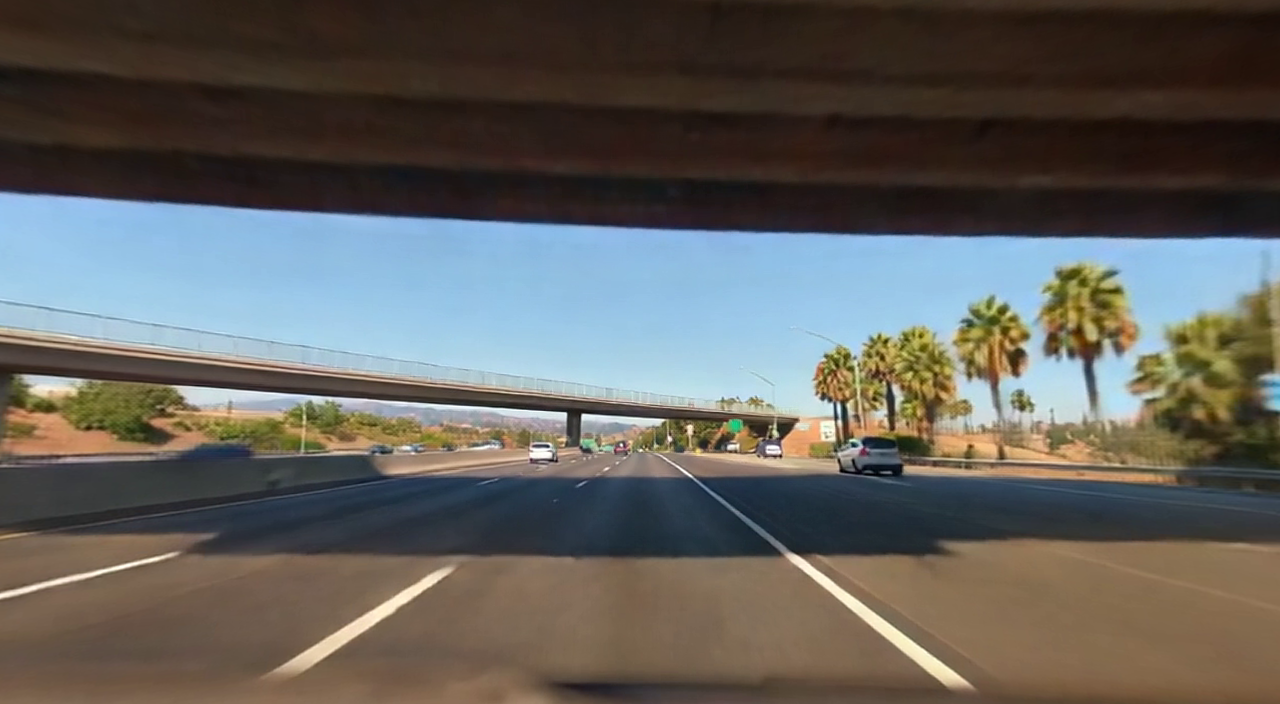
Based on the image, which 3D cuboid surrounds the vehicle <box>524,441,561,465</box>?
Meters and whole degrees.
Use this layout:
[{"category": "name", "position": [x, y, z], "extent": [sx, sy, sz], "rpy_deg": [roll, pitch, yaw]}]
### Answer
[{"category": "vehicle", "position": [-6.832, 7.113, 44.369], "extent": [1.935, 1.633, 3.955], "rpy_deg": [0, -8, 1]}]
